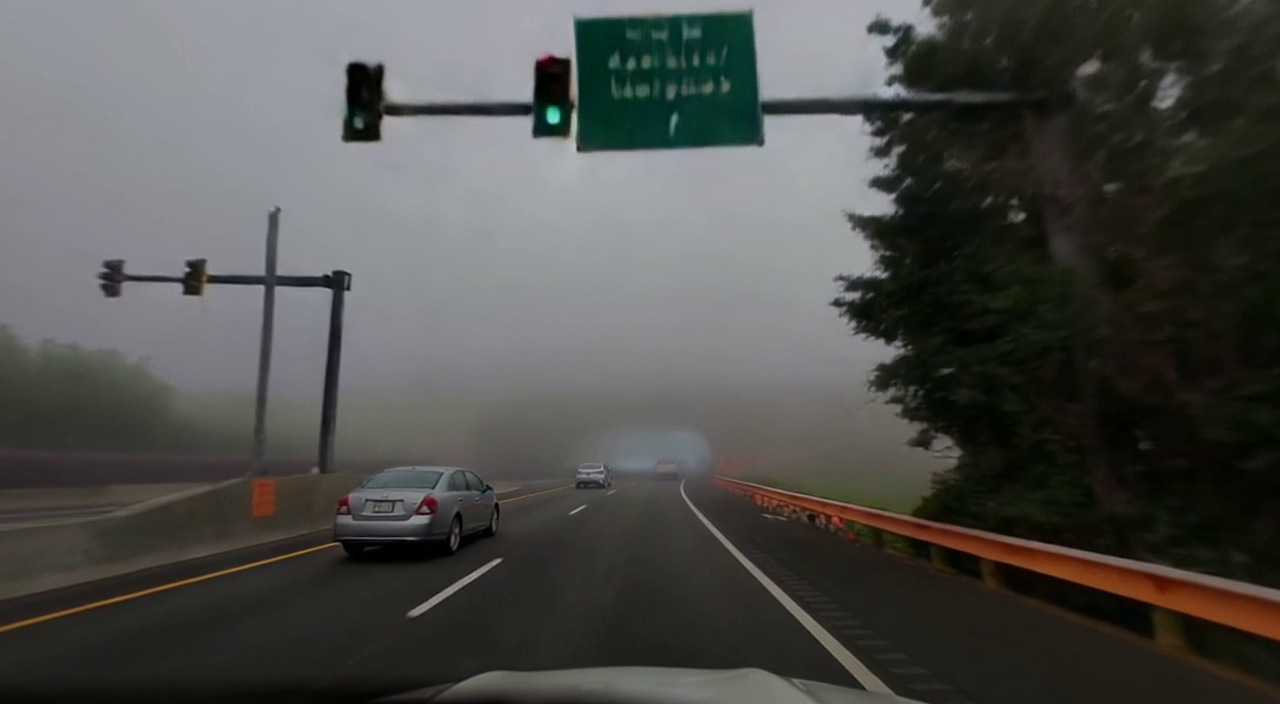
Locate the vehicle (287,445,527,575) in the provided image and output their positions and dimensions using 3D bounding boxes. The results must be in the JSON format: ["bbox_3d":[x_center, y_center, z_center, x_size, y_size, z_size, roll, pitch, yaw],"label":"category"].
[{"bbox_3d":[-3.072,2.186,9.287,1.992,1.466,3.690,0,-10,2],"label":"vehicle"}]
